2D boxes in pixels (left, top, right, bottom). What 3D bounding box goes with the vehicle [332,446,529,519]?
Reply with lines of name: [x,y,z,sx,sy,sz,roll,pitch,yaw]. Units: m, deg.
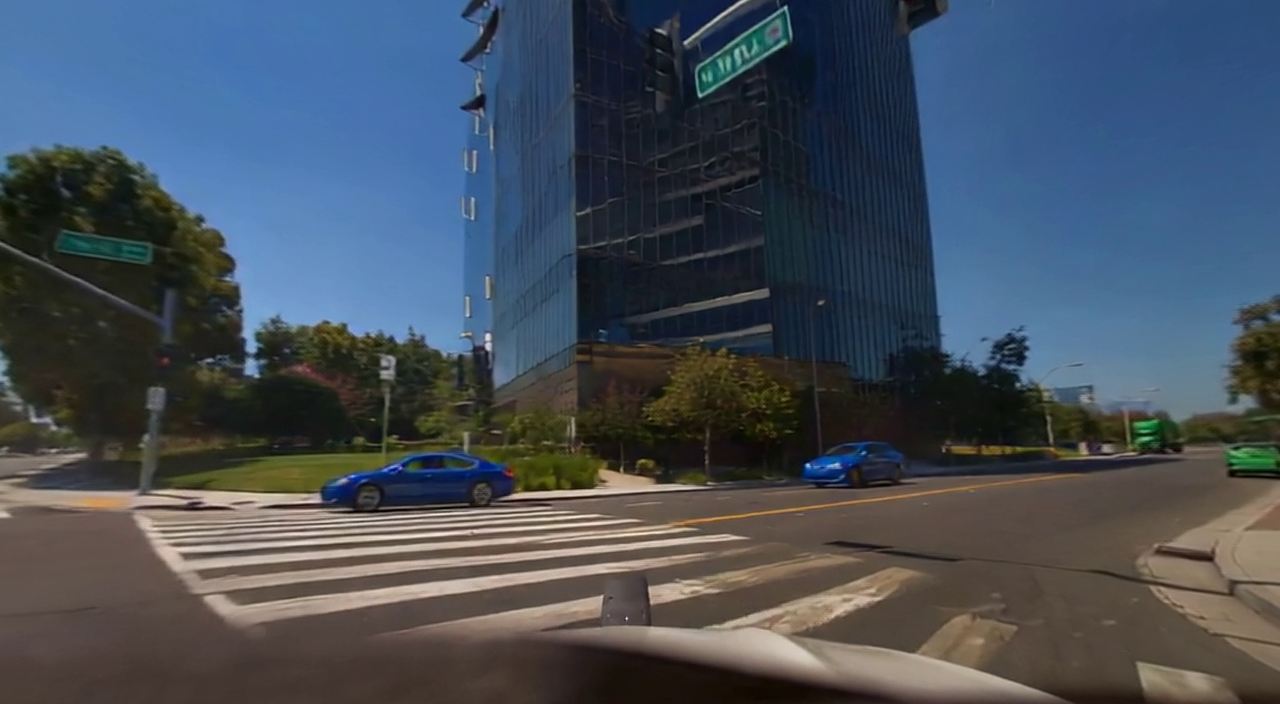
vehicle: [-4.631,2.840,14.158,3.816,1.410,1.757,6,-11,-35]

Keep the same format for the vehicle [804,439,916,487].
vehicle: [8.847,4.394,25.132,4.662,1.687,2.145,8,-13,-42]

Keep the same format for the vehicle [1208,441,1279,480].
vehicle: [26.206,4.636,27.122,4.389,1.509,2.098,8,-13,-43]
